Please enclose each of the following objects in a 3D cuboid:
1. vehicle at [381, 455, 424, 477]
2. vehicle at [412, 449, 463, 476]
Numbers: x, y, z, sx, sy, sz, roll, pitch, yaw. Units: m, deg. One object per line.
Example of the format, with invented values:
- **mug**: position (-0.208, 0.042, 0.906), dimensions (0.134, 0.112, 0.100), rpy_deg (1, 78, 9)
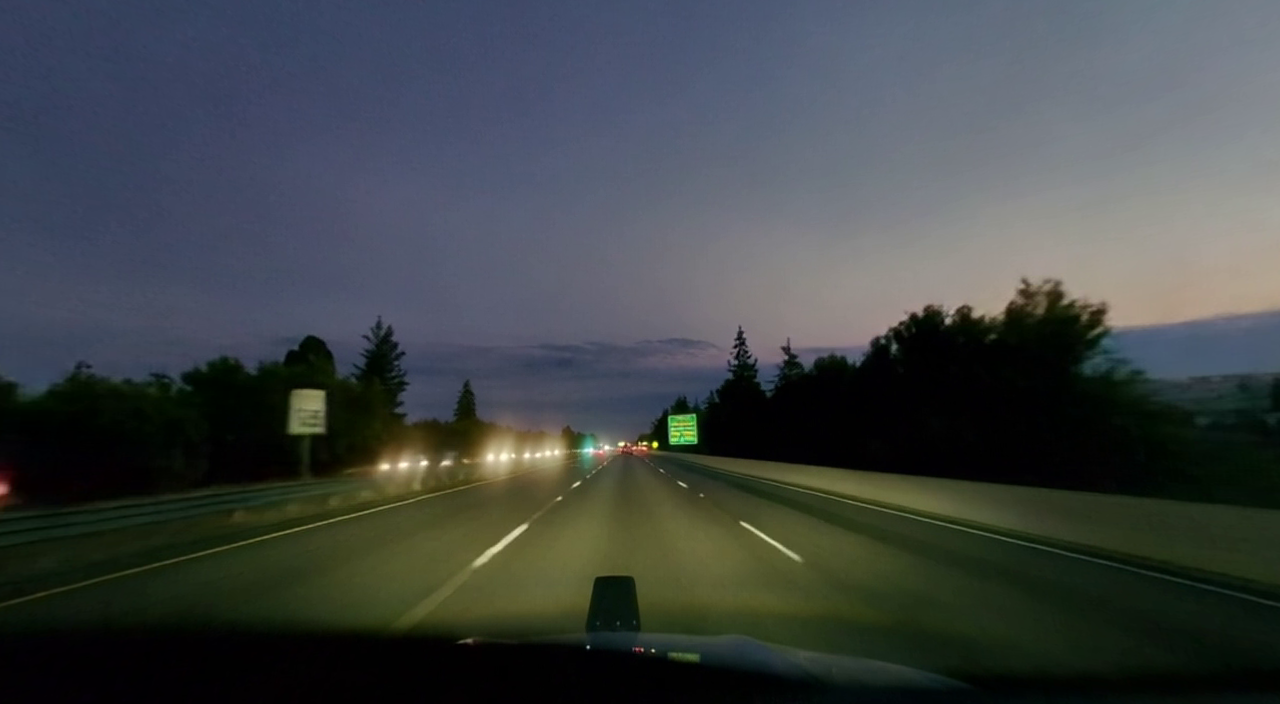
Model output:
- **vehicle**: position (-18.318, 8.764, 48.451), dimensions (1.805, 1.548, 4.020), rpy_deg (0, -9, -1)
- **vehicle**: position (-13.426, 7.365, 41.904), dimensions (1.957, 1.657, 4.329), rpy_deg (0, -9, 0)
